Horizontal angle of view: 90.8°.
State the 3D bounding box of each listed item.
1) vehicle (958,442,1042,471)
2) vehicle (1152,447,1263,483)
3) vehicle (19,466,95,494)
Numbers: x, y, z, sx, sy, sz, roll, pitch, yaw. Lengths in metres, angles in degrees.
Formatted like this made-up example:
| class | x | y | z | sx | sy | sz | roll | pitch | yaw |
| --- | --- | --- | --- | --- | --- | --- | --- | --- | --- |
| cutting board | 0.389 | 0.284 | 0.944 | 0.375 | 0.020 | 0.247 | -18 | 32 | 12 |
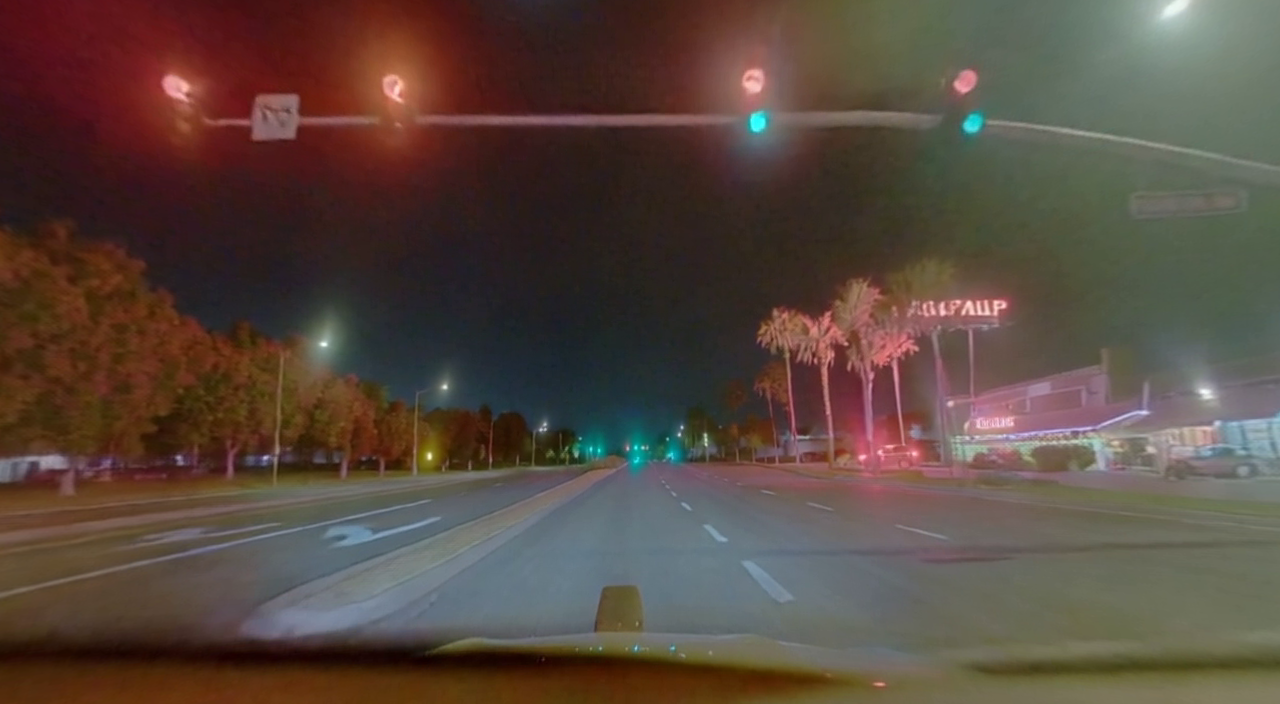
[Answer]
| class | x | y | z | sx | sy | sz | roll | pitch | yaw |
| --- | --- | --- | --- | --- | --- | --- | --- | --- | --- |
| vehicle | 20.349 | 5.912 | 35.780 | 3.576 | 1.443 | 1.822 | -2 | -8 | -2 |
| vehicle | 22.599 | 4.490 | 25.199 | 3.280 | 1.344 | 1.518 | 2 | -9 | -12 |
| vehicle | -37.176 | 8.145 | 40.251 | 4.301 | 1.605 | 1.898 | -4 | -10 | 25 |
